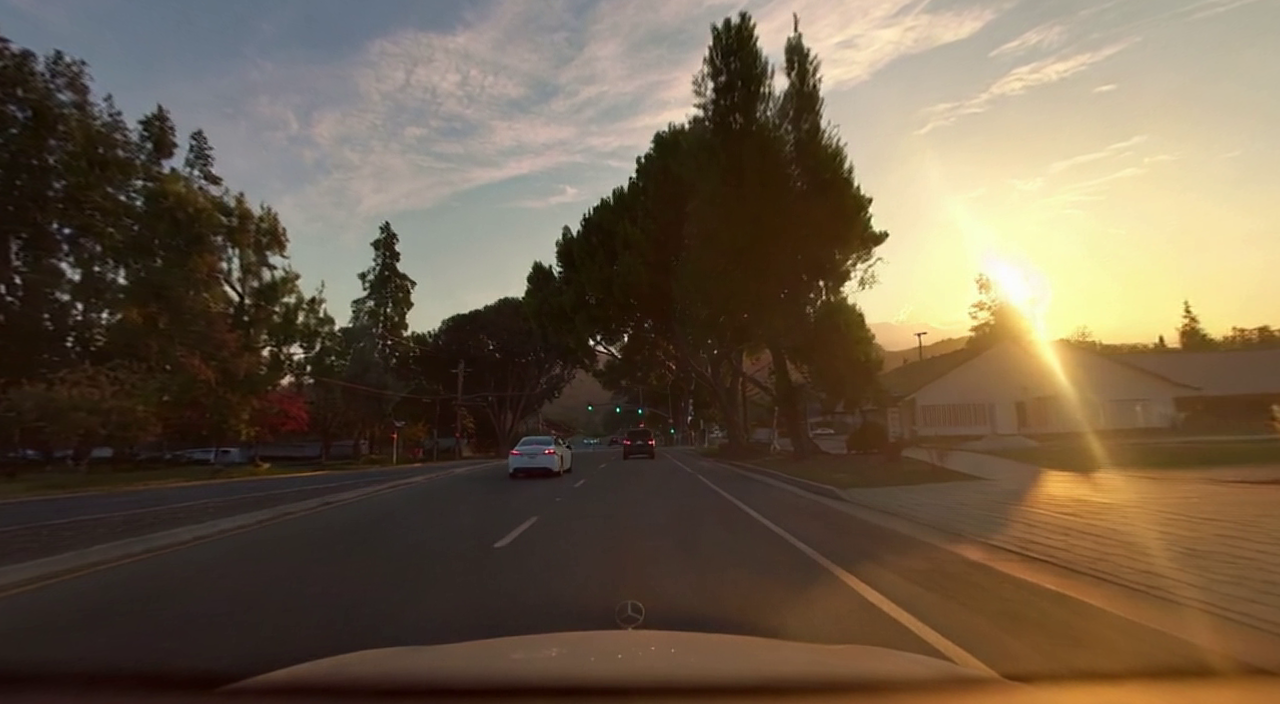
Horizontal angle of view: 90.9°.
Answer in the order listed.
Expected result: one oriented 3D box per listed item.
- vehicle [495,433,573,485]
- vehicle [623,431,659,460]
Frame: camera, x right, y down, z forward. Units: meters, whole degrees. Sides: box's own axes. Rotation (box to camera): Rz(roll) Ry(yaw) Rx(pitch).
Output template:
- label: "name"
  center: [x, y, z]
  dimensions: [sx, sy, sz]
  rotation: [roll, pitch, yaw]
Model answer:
- label: "vehicle"
  center: [-3.609, 3.736, 22.324]
  dimensions: [1.914, 1.630, 4.351]
  rotation: [0, -8, 1]
- label: "vehicle"
  center: [0.041, 6.047, 40.825]
  dimensions: [2.213, 1.778, 4.107]
  rotation: [0, -8, 0]
